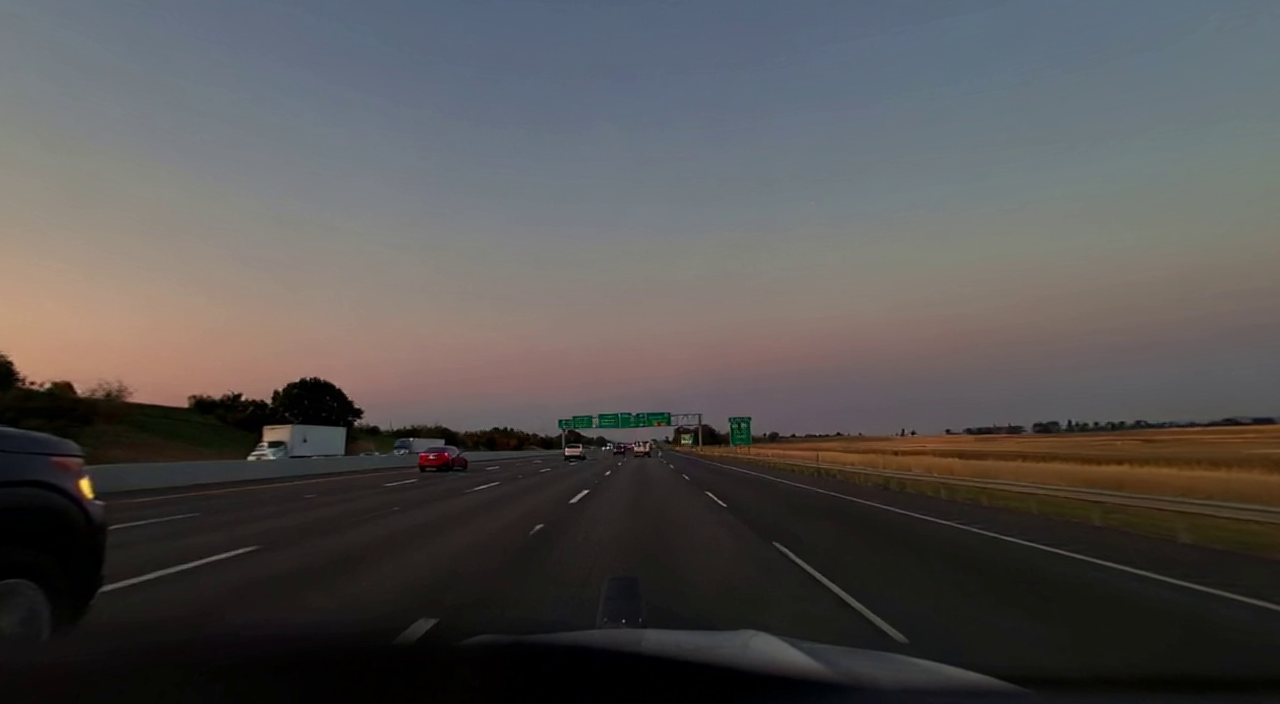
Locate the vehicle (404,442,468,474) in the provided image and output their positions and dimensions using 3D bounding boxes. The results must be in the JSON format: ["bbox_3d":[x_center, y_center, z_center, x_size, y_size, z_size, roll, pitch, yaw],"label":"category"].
[{"bbox_3d":[-10.803,5.624,33.727,1.957,1.565,4.311,0,-8,1],"label":"vehicle"}]
